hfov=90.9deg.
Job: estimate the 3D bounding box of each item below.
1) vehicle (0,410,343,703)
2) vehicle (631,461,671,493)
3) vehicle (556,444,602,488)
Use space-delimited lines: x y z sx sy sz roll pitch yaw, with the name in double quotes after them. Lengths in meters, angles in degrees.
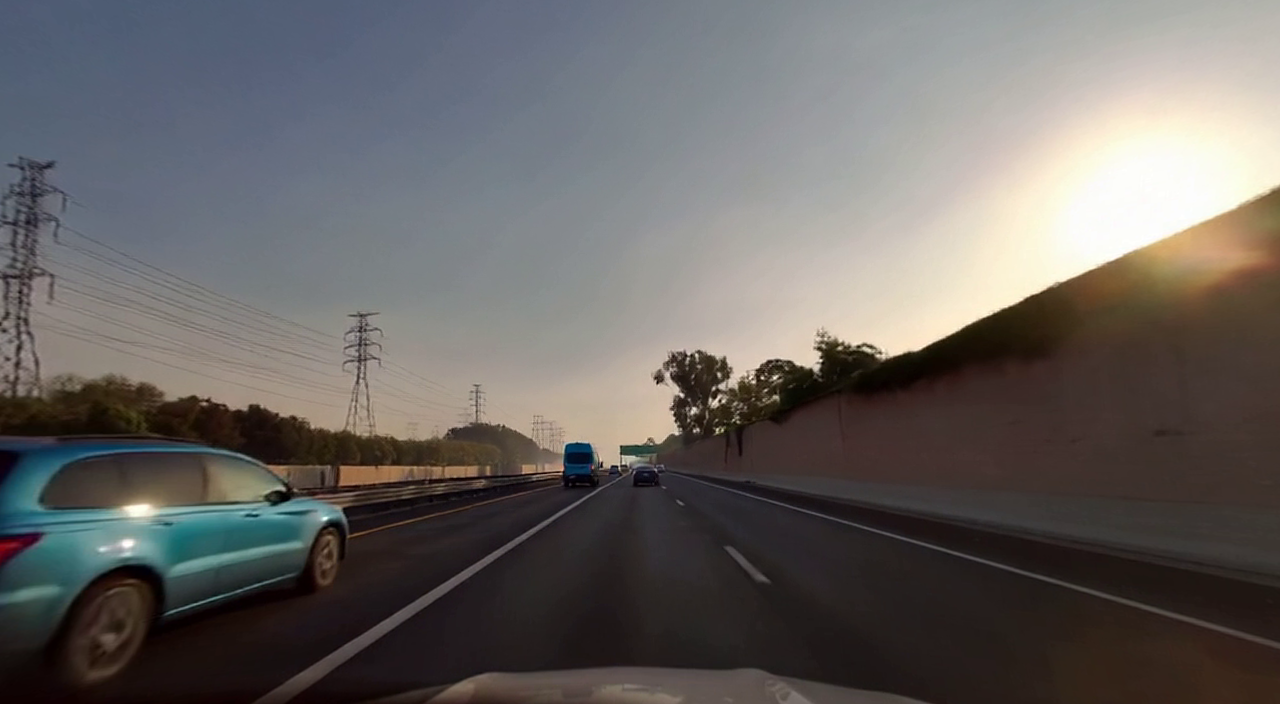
-4.366 1.336 4.698 2.023 1.541 4.543 1 -10 1 "vehicle"
0.520 6.671 33.690 2.006 1.554 3.863 1 -10 -1 "vehicle"
-3.902 7.548 41.713 2.394 2.609 6.875 1 -10 0 "vehicle"
